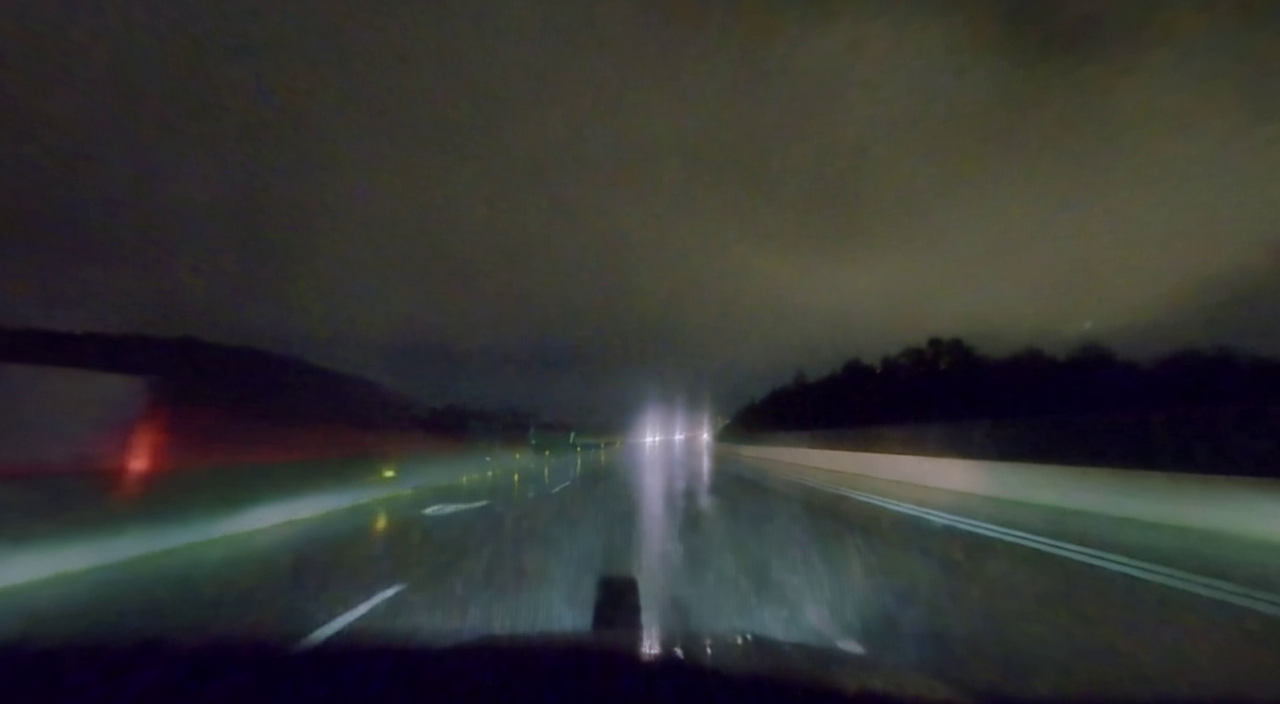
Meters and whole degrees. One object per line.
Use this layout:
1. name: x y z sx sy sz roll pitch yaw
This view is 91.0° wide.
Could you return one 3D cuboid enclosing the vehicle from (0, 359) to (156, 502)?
1. vehicle: -19.964 2.046 16.620 2.973 4.079 14.336 0 -8 0
